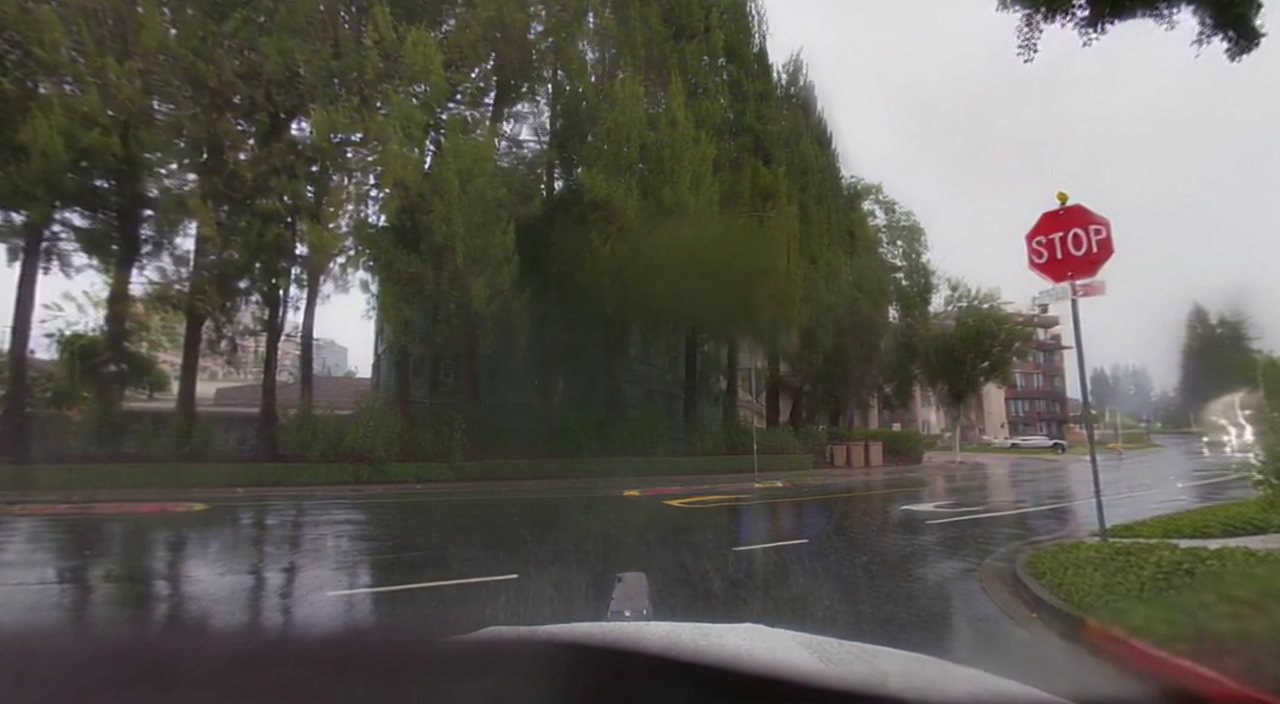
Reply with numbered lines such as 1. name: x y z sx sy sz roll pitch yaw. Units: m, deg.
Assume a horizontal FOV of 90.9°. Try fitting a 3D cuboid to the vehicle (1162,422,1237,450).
1. vehicle: 31.056 4.693 34.940 4.473 1.474 2.108 6 -10 -37
